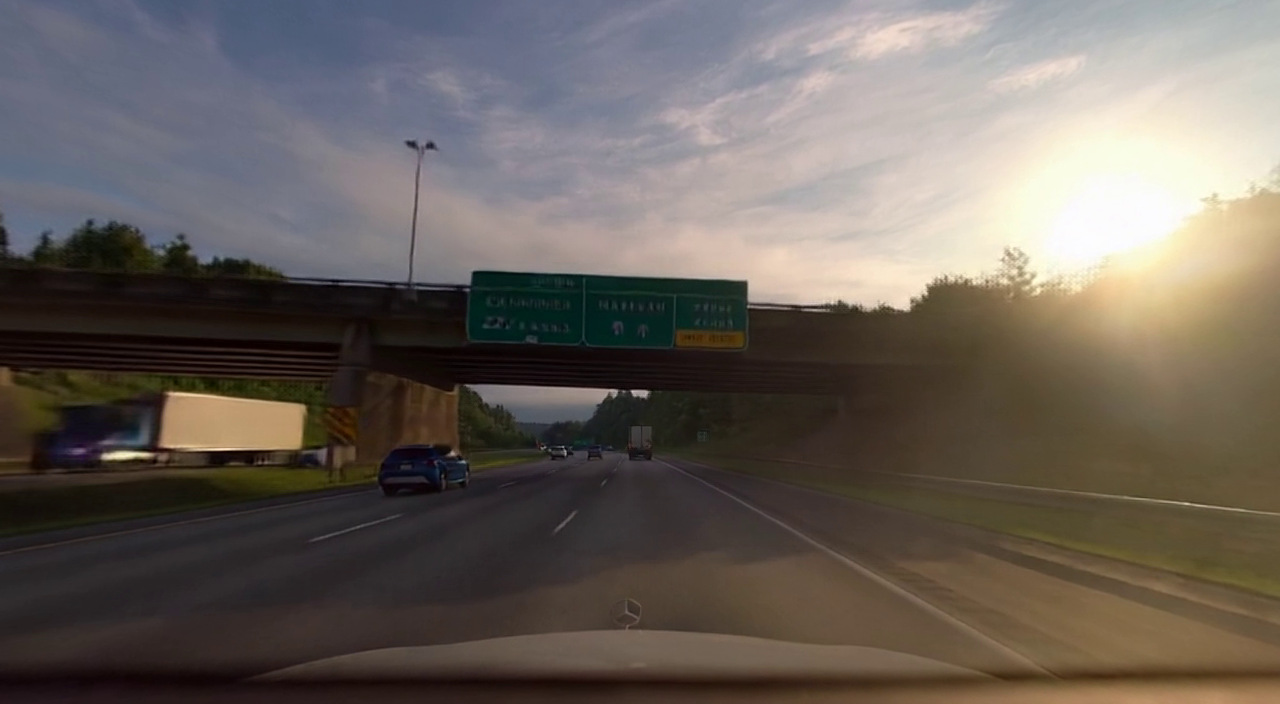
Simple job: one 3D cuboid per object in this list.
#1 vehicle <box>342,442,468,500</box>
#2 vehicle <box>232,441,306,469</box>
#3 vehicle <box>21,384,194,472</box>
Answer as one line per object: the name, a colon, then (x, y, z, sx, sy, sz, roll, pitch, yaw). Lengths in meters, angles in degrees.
vehicle: (-6.842, 3.508, 19.025, 2.038, 1.489, 4.603, 0, -9, 0)
vehicle: (-20.878, 5.790, 35.688, 1.765, 1.465, 4.084, 0, -9, -2)
vehicle: (-25.428, 3.753, 30.649, 3.010, 3.830, 5.933, 0, -9, 0)
